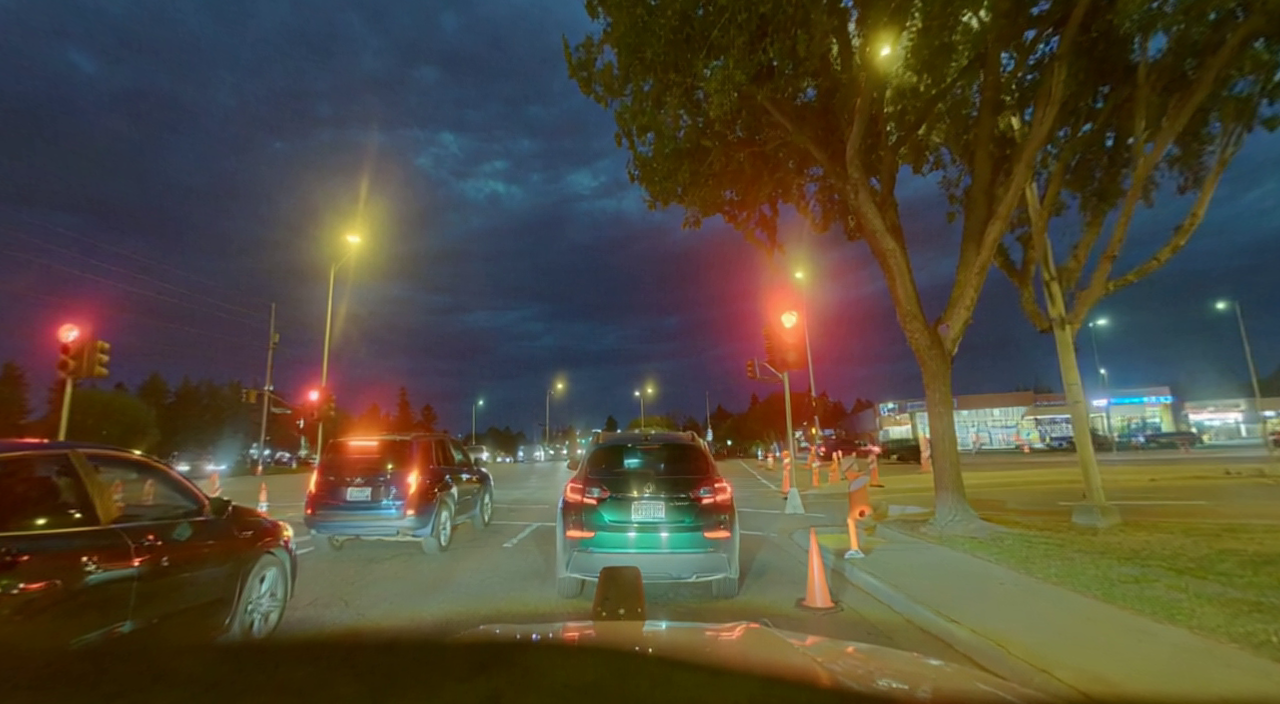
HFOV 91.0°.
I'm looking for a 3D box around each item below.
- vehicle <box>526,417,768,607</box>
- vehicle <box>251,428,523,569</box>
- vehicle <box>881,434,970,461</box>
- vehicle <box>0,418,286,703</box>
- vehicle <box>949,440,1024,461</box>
[{"bbox_3d":[0.098,1.625,7.209,2.021,1.560,3.676,0,-9,1],"label":"vehicle"},{"bbox_3d":[-3.286,1.999,9.448,1.989,1.541,4.626,0,-9,2],"label":"vehicle"},{"bbox_3d":[18.423,6.214,40.832,4.805,1.688,1.923,-1,-9,4],"label":"vehicle"},{"bbox_3d":[-3.597,0.952,2.143,1.964,1.497,4.722,0,-9,1],"label":"vehicle"},{"bbox_3d":[25.965,7.391,47.272,4.581,1.480,1.752,0,-9,0],"label":"vehicle"}]
